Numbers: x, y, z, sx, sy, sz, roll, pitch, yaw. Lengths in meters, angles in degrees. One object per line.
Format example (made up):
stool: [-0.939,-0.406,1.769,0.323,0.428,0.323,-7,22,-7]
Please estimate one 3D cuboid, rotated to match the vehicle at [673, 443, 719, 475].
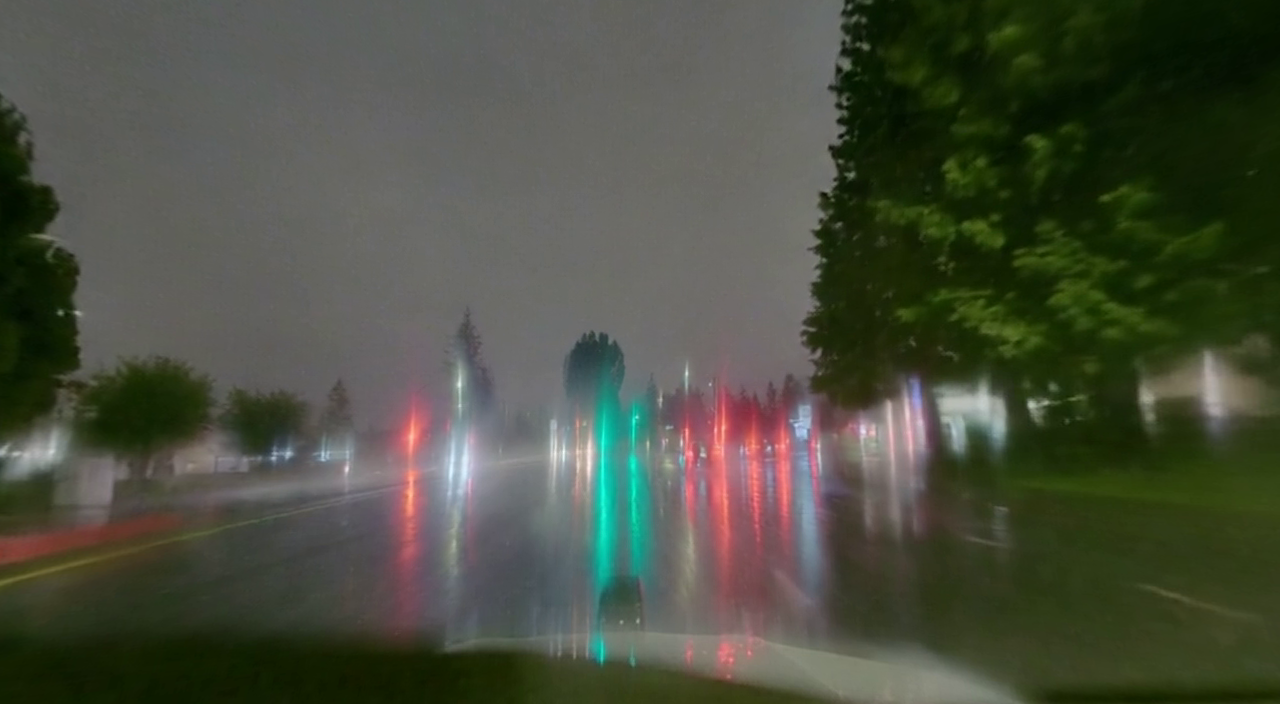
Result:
vehicle: [2.951,5.696,33.929,1.961,1.580,4.020,0,-9,-2]
